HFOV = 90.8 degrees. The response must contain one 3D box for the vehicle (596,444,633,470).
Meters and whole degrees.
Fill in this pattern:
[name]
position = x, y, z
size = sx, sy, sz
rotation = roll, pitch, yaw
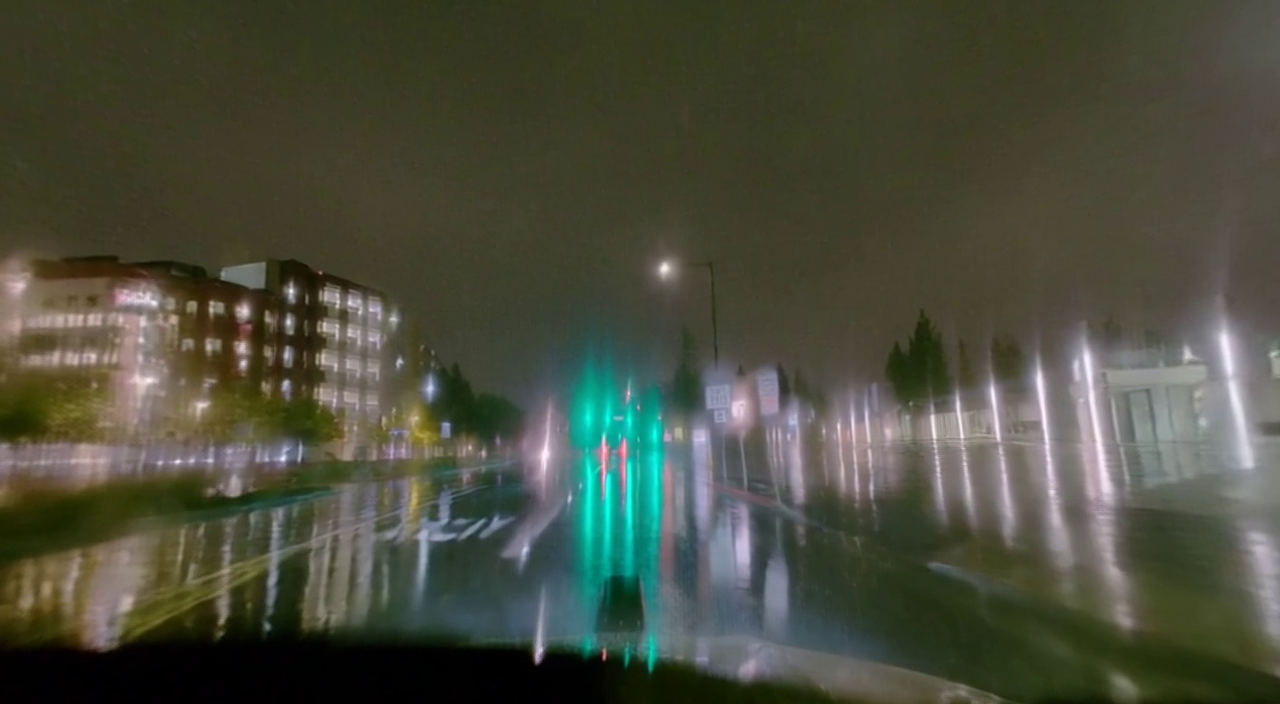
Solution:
[vehicle]
position = -1.582, 6.408, 38.783
size = 2.131, 1.474, 4.146
rotation = 0, -8, -3
